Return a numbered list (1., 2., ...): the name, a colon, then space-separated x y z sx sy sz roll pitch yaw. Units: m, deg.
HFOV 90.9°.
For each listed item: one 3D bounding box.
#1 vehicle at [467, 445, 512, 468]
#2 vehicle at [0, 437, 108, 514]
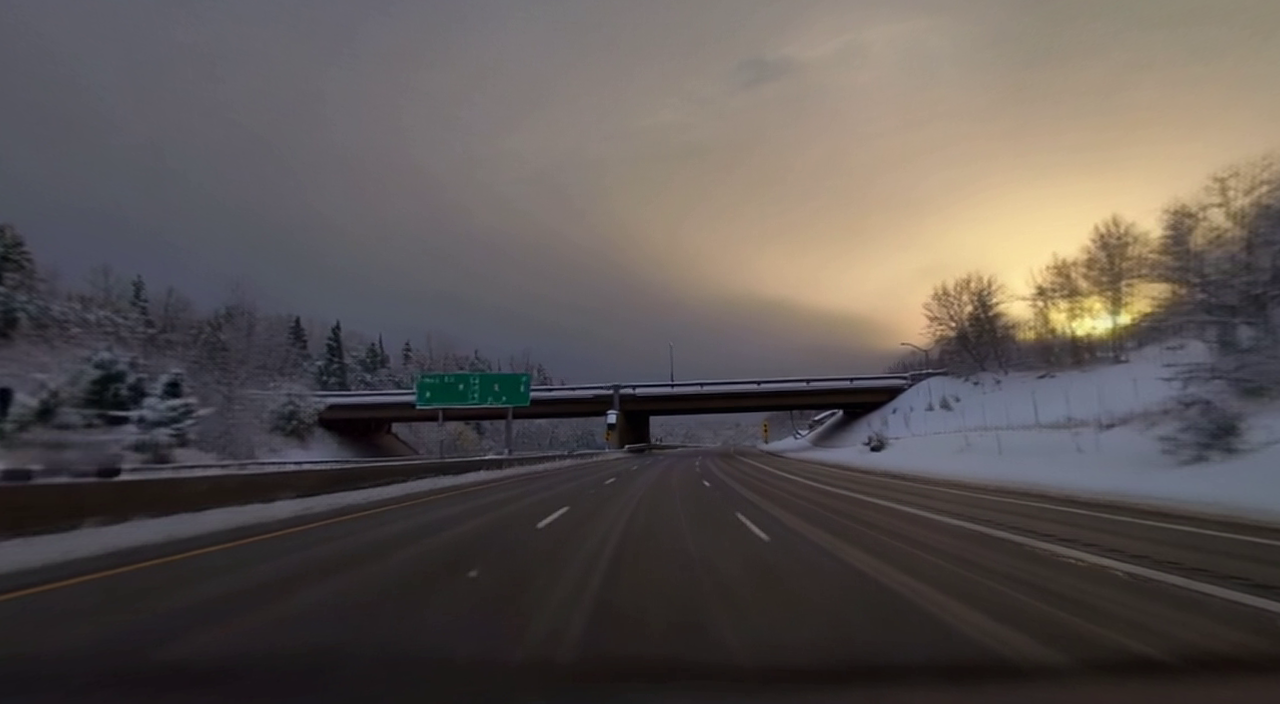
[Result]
1. vehicle: -11.356 7.870 47.754 1.960 1.530 4.344 -5 -9 5
2. vehicle: -15.952 2.820 14.303 2.310 1.742 5.997 -1 -9 3
